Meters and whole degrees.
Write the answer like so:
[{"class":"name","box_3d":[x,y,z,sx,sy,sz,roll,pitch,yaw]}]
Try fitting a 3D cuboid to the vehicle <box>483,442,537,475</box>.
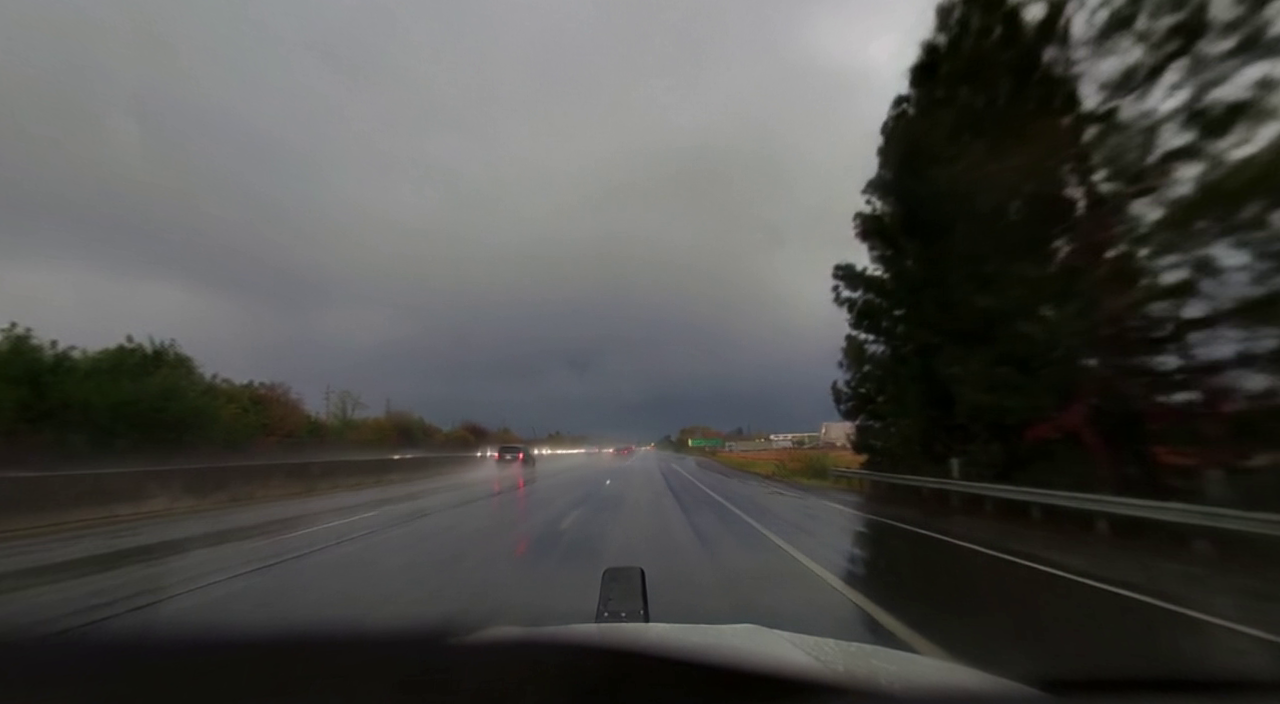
[{"class":"vehicle","box_3d":[-7.251,5.963,35.612,2.021,1.699,4.324,0,-8,1]}]
